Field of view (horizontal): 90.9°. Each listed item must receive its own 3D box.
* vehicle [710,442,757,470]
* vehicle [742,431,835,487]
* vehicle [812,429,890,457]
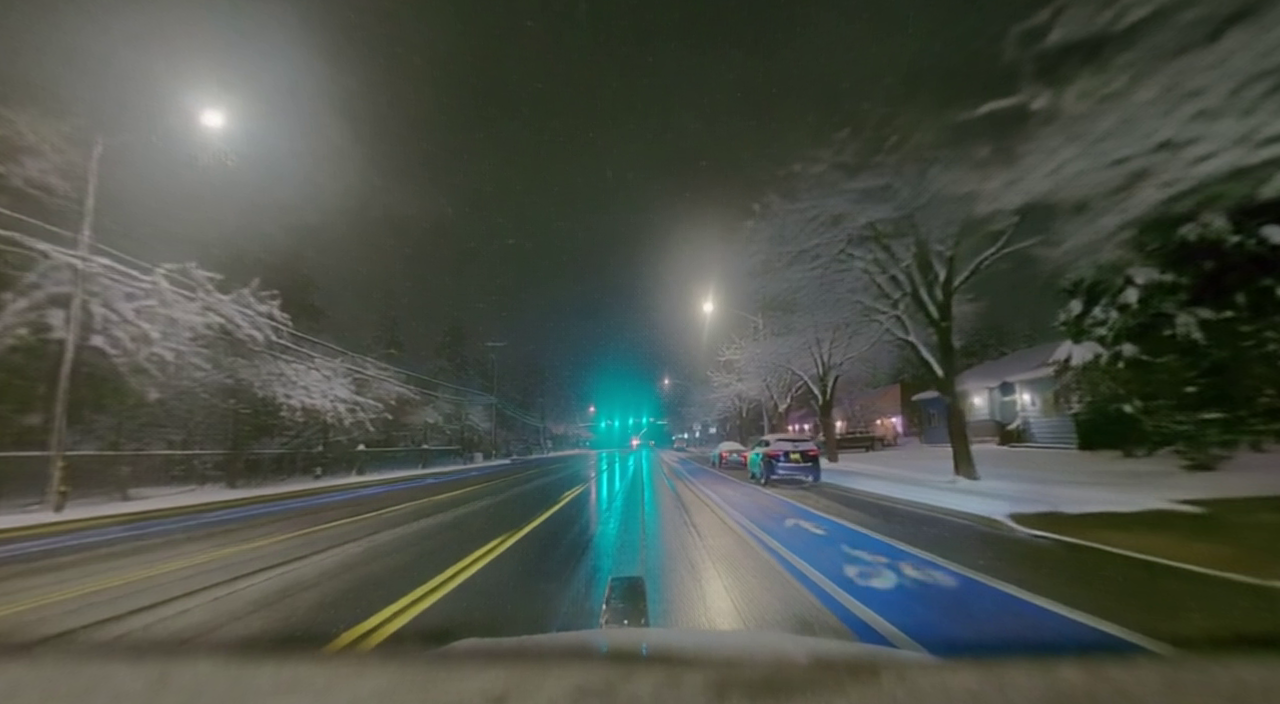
[{"bbox_3d":[5.265,5.925,36.127,1.995,1.472,4.884,0,-8,0],"label":"vehicle"},{"bbox_3d":[5.021,3.683,22.012,2.069,1.743,4.595,0,-8,-1],"label":"vehicle"},{"bbox_3d":[13.620,5.919,40.908,4.283,1.750,2.227,0,-9,4],"label":"vehicle"}]
